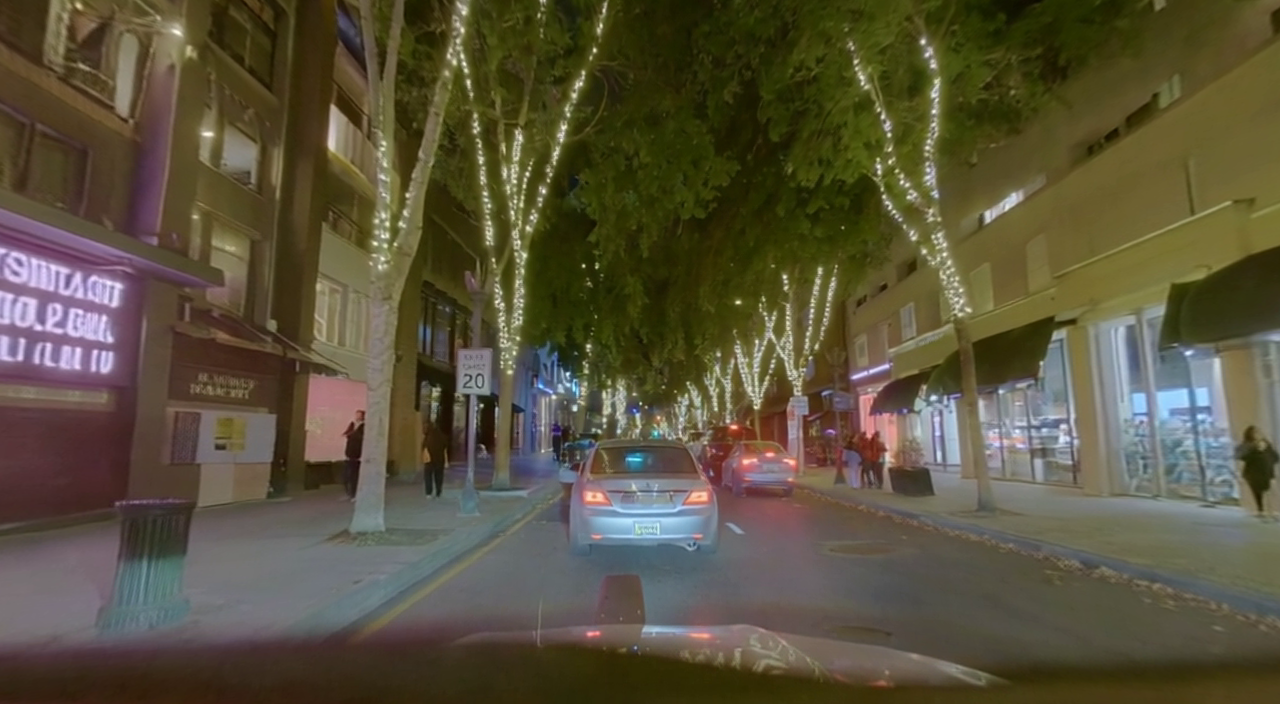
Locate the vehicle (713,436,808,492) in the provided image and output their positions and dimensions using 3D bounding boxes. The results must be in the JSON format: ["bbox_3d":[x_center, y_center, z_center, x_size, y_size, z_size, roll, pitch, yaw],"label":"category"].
[{"bbox_3d":[3.591,3.433,19.697,2.025,1.523,4.426,0,-9,-1],"label":"vehicle"}]

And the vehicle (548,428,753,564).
[{"bbox_3d":[0.074,1.904,9.097,2.261,1.474,4.130,0,-9,-1],"label":"vehicle"}]
